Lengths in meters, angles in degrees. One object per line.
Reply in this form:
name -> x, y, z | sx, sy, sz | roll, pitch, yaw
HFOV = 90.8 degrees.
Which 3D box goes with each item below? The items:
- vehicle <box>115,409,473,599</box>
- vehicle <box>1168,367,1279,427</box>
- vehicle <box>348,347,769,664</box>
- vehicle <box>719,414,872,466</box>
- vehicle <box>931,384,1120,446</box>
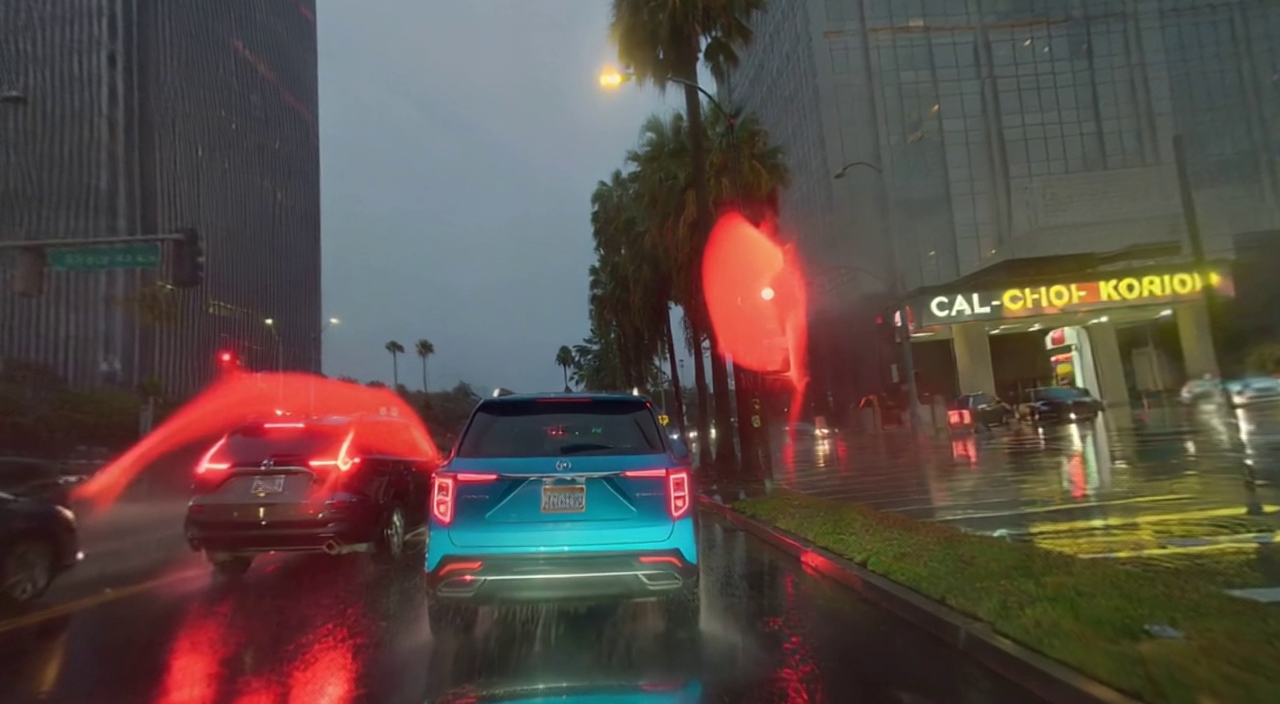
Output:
vehicle -> -3.813, 1.750, 8.335 | 2.097, 1.692, 5.030 | 0, -8, -3
vehicle -> 22.687, 1.688, 22.935 | 5.033, 1.999, 2.259 | 0, -8, -4
vehicle -> -0.545, 1.266, 6.317 | 2.519, 1.913, 4.819 | 0, -8, -2
vehicle -> 5.265, 3.052, 21.893 | 4.712, 1.706, 1.956 | 0, -8, -3
vehicle -> 13.561, 2.290, 22.468 | 5.307, 2.076, 2.122 | 0, -8, -3
